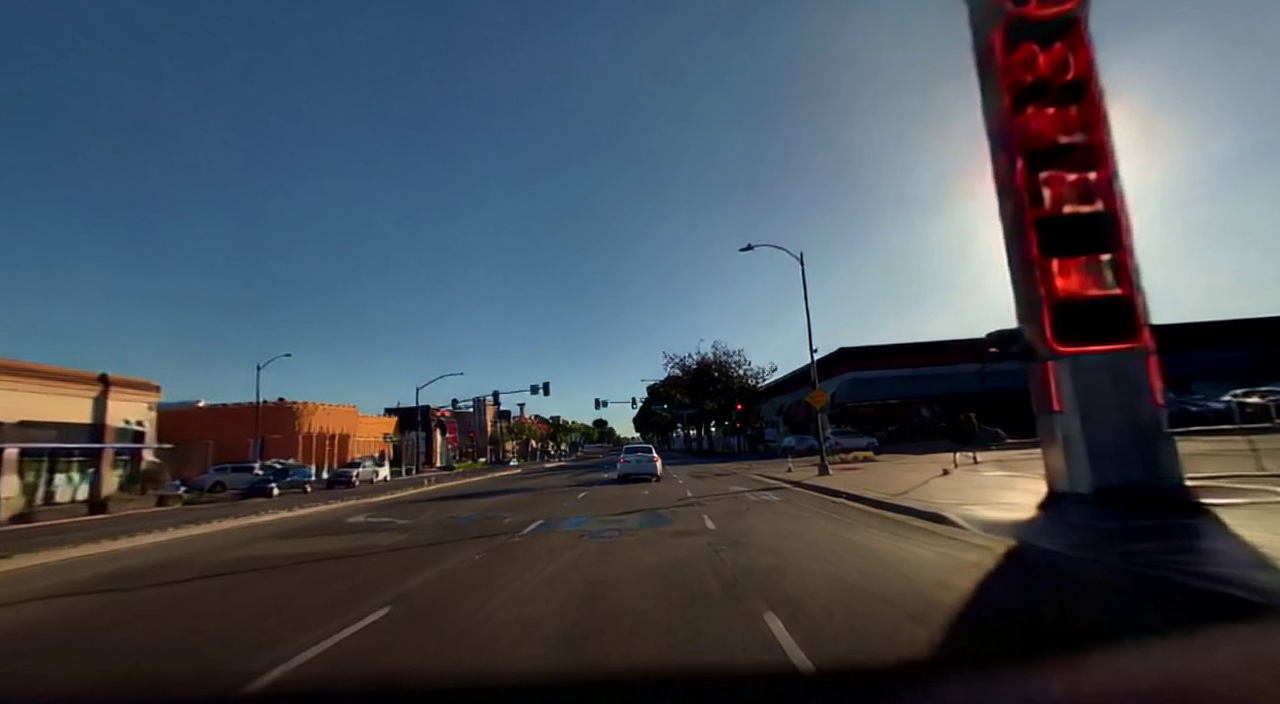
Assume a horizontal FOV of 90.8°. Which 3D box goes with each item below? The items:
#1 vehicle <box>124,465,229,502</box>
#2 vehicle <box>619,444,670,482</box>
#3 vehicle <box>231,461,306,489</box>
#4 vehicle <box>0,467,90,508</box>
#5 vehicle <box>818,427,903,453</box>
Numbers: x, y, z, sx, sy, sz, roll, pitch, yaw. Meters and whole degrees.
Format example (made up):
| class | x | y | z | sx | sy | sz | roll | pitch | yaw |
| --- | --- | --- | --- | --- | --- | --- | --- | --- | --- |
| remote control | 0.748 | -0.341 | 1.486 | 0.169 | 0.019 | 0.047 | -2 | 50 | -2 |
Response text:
| class | x | y | z | sx | sy | sz | roll | pitch | yaw |
| --- | --- | --- | --- | --- | --- | --- | --- | --- | --- |
| vehicle | -24.631 | 6.974 | 33.761 | 4.310 | 1.663 | 1.881 | 6 | -10 | -34 |
| vehicle | 0.247 | 4.556 | 26.305 | 1.977 | 1.451 | 4.032 | 0 | -9 | 2 |
| vehicle | -25.310 | 8.375 | 43.129 | 4.256 | 1.697 | 1.817 | 5 | -10 | -31 |
| vehicle | -29.943 | 6.628 | 30.975 | 4.261 | 1.756 | 1.915 | 7 | -11 | -38 |
| vehicle | 13.572 | 5.422 | 39.049 | 4.466 | 1.553 | 2.060 | 1 | -7 | -1 |
